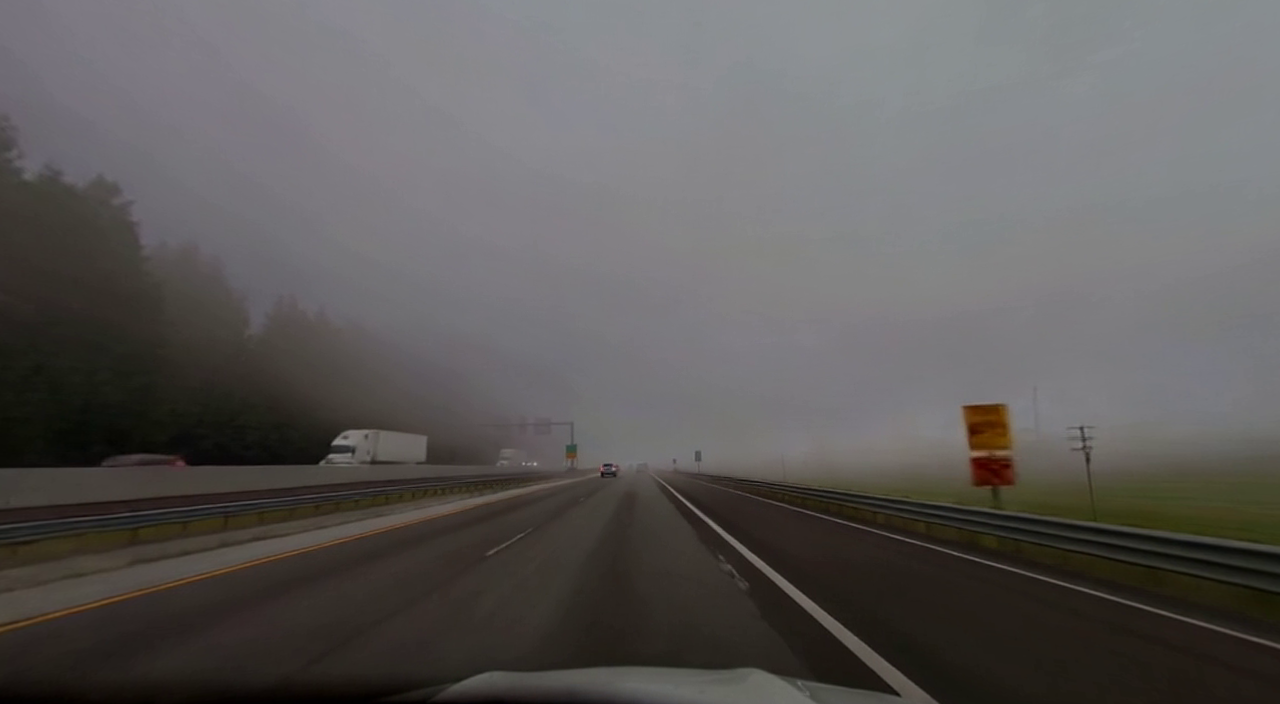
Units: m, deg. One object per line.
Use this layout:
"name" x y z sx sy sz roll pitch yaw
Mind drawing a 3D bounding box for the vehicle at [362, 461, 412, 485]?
"vehicle" -16.154 7.730 40.366 1.696 1.416 3.605 1 -10 0
